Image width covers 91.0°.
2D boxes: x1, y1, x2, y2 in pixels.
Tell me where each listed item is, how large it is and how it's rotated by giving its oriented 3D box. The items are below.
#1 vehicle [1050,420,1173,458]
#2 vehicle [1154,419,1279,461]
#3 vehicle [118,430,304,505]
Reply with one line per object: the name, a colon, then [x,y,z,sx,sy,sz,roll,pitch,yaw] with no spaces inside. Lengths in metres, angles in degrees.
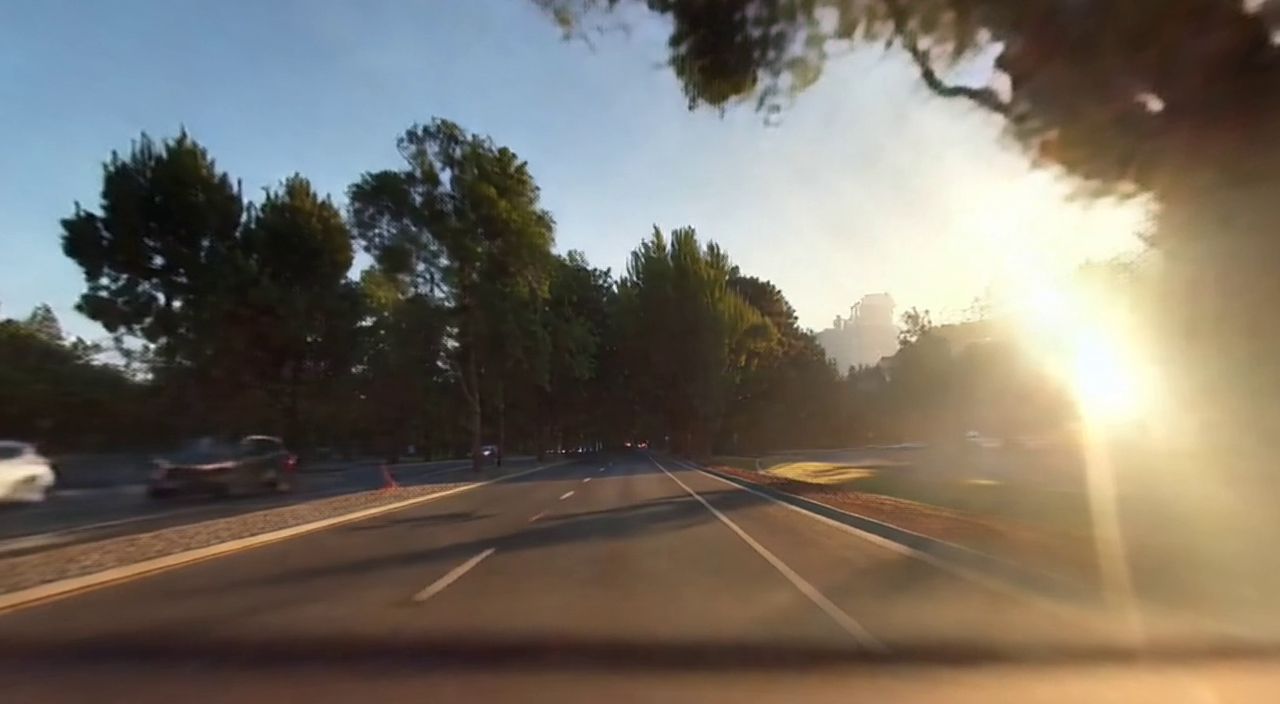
vehicle: [24.843,4.624,33.300,4.814,1.804,1.980,-1,-9,-1]
vehicle: [25.381,3.822,27.216,4.393,1.717,2.010,0,-9,1]
vehicle: [-11.848,3.208,17.888,2.146,1.847,4.437,0,-8,0]
